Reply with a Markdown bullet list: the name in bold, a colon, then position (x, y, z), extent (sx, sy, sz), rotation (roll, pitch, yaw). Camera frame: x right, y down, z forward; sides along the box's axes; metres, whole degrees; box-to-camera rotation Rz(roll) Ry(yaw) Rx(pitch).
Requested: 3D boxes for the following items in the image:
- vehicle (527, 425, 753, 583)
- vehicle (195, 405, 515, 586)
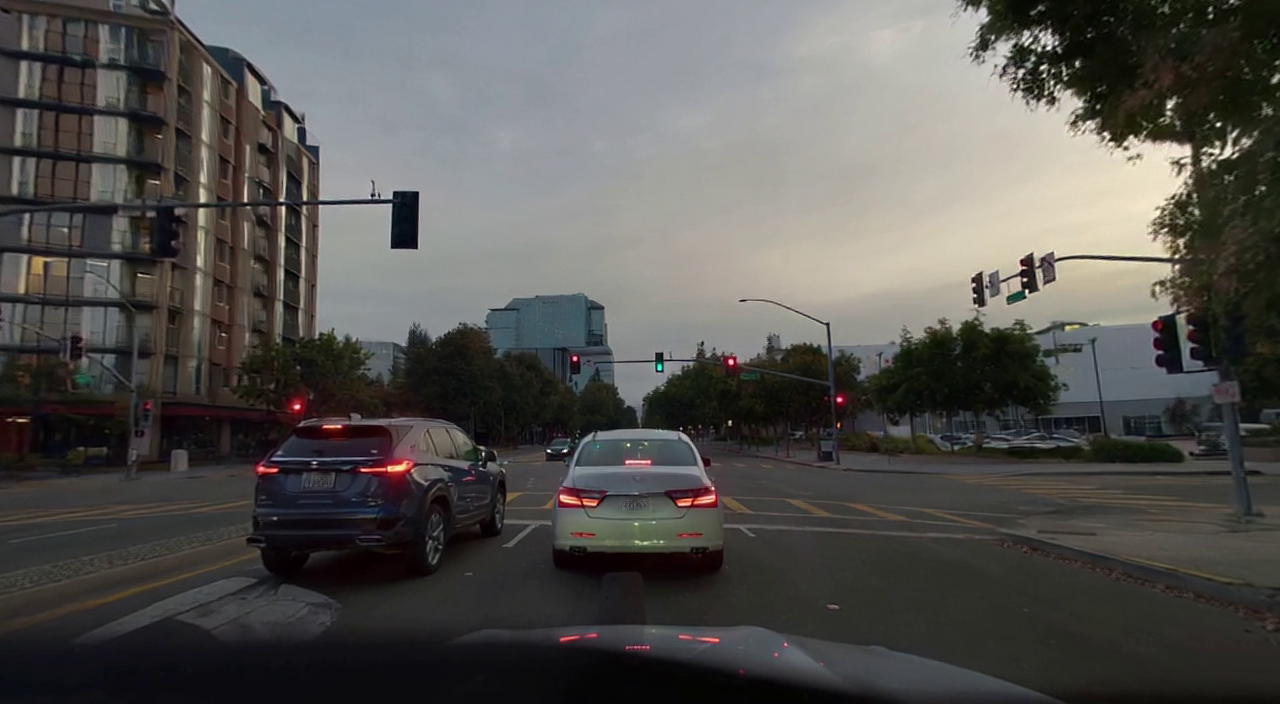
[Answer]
- **vehicle**: position (0.017, 1.767, 8.138), extent (2.190, 1.522, 3.850), rotation (0, -8, 1)
- **vehicle**: position (-3.179, 1.699, 8.336), extent (2.081, 1.719, 4.434), rotation (0, -8, 1)
